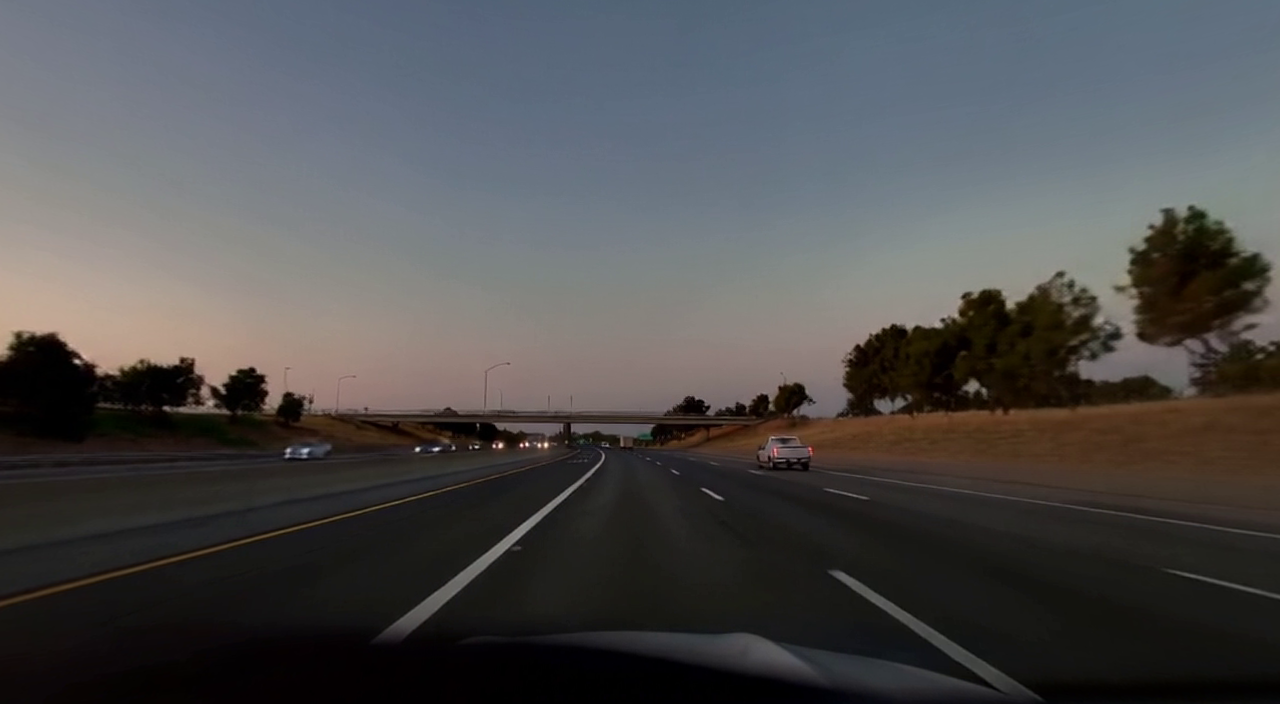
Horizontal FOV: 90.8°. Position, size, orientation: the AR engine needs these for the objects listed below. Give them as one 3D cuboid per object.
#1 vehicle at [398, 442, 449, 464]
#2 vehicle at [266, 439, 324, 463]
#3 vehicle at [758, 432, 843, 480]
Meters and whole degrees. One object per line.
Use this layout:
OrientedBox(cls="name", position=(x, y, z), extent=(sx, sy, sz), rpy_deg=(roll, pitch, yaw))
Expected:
OrientedBox(cls="vehicle", position=(-15.070, 7.021, 44.196), extent=(2.077, 1.452, 4.572), rpy_deg=(0, -8, -2))
OrientedBox(cls="vehicle", position=(-26.587, 7.622, 48.819), extent=(1.983, 1.735, 4.547), rpy_deg=(0, -8, -2))
OrientedBox(cls="vehicle", position=(6.357, 4.172, 25.588), extent=(2.104, 1.723, 4.538), rpy_deg=(0, -8, -2))
